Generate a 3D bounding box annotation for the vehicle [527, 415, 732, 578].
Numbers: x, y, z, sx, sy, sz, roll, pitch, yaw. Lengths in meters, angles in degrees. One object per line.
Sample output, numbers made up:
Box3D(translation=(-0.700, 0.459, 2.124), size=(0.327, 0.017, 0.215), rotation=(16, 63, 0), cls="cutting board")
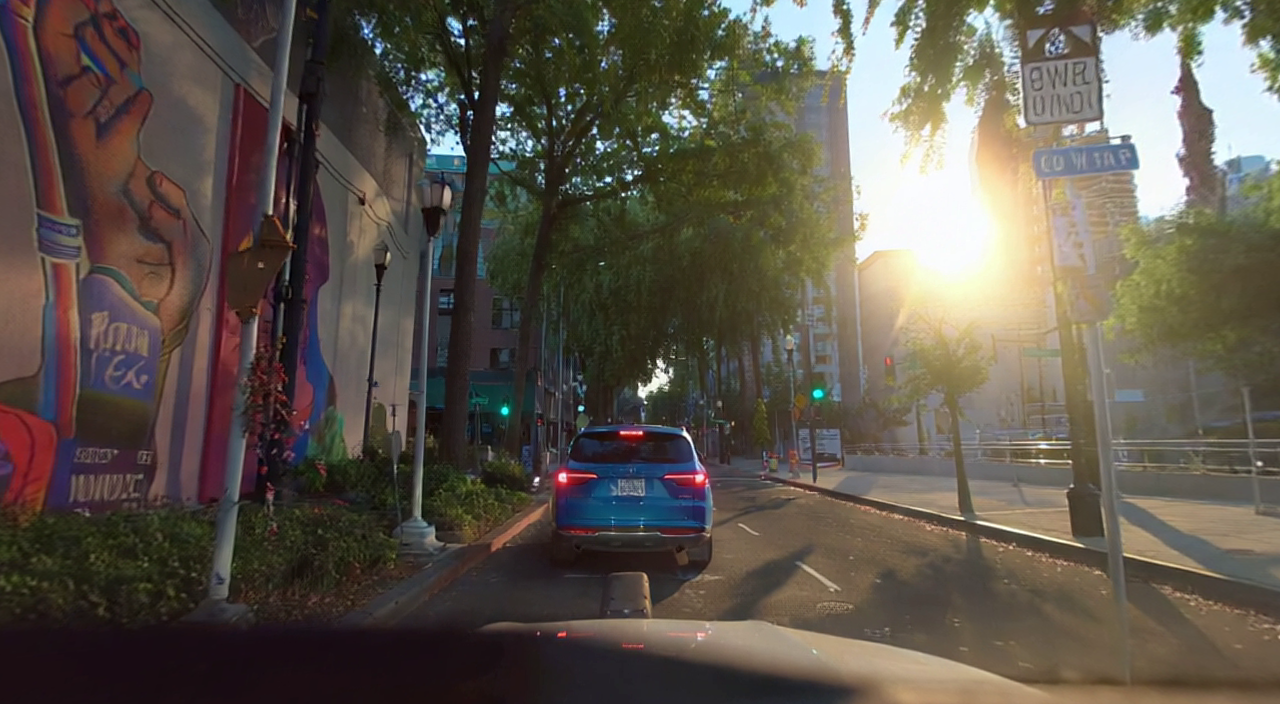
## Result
Box3D(translation=(-0.134, 1.756, 8.404), size=(2.079, 1.621, 3.861), rotation=(0, -8, -1), cls="vehicle")
